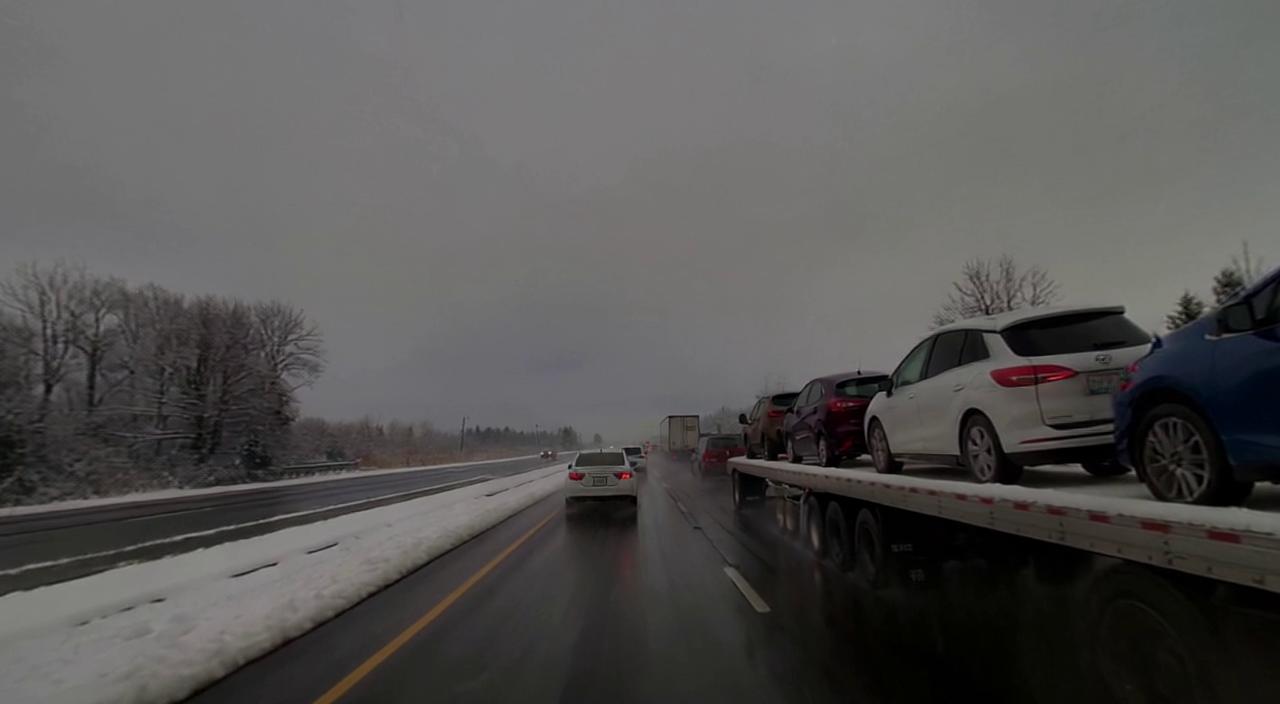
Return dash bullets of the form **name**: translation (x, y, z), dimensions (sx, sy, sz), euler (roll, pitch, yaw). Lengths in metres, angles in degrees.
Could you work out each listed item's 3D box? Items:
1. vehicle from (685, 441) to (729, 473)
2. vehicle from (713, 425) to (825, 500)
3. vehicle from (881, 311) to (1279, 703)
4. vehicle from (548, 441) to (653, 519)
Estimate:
- **vehicle**: translation (3.710, 5.931, 35.661), dimensions (1.938, 1.660, 4.223), euler (0, -9, -1)
- **vehicle**: translation (3.535, 3.138, 18.179), dimensions (2.303, 1.889, 3.920), euler (0, -9, -1)
- **vehicle**: translation (3.427, 0.992, 4.013), dimensions (1.959, 1.783, 4.407), euler (0, -9, -1)
- **vehicle**: translation (-0.732, 2.735, 13.886), dimensions (1.991, 1.466, 3.675), euler (0, -9, 0)
